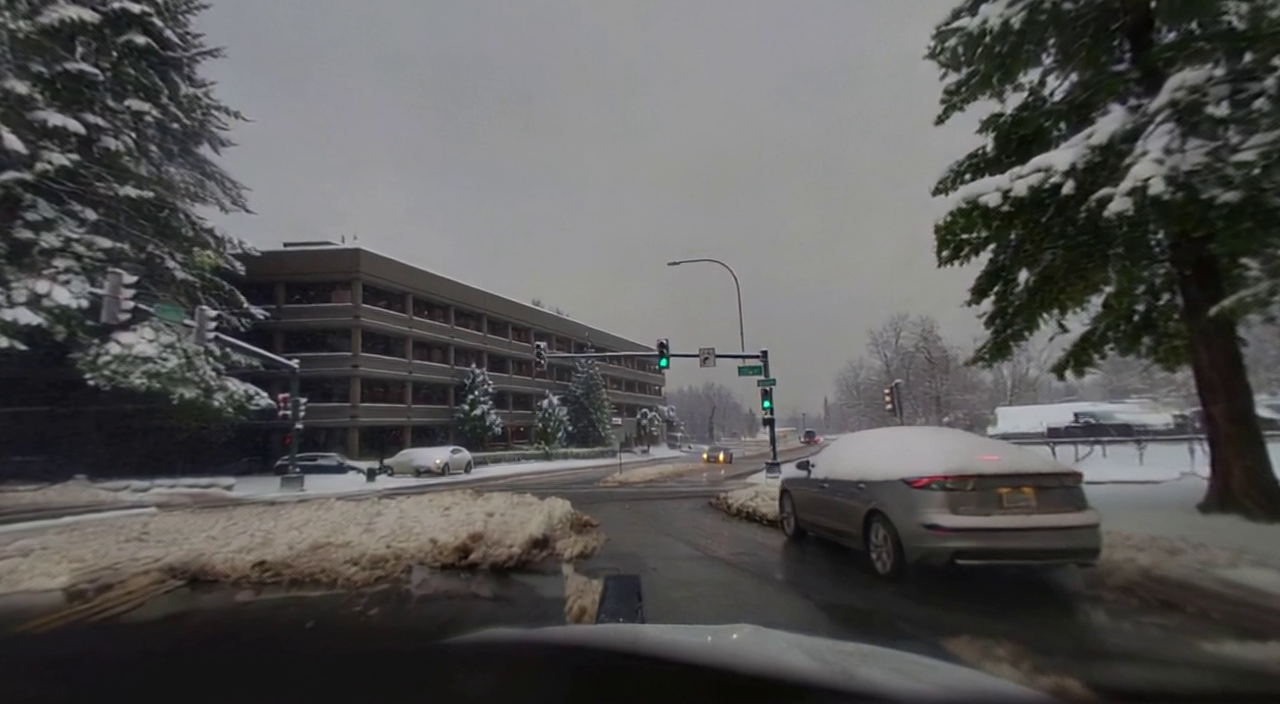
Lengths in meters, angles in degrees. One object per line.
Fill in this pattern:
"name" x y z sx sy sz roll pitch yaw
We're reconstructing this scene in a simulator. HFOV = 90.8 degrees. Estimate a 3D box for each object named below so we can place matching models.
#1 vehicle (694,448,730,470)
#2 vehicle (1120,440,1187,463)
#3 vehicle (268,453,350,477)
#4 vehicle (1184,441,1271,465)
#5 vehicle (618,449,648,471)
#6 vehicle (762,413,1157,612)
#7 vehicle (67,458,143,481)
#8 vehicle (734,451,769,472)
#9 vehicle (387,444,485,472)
"vehicle" 5.016 7.553 44.724 1.983 1.453 4.180 0 -9 -1
"vehicle" 35.365 6.885 43.593 1.649 1.463 3.507 -1 -10 1
"vehicle" -21.189 7.252 40.591 4.207 1.508 1.875 -1 -9 3
"vehicle" 40.878 7.098 44.106 2.029 1.521 4.015 -1 -10 -2
"vehicle" -0.529 7.664 45.023 2.024 1.489 4.613 0 -9 -1
"vehicle" 2.982 1.593 7.187 1.903 1.529 4.254 1 -9 -6
"vehicle" -35.862 7.865 42.478 1.709 1.410 3.945 0 -9 -1
"vehicle" 7.896 7.761 44.987 1.889 1.358 3.751 0 -9 1
"vehicle" -14.199 7.420 44.245 6.021 1.868 2.172 0 -9 1
